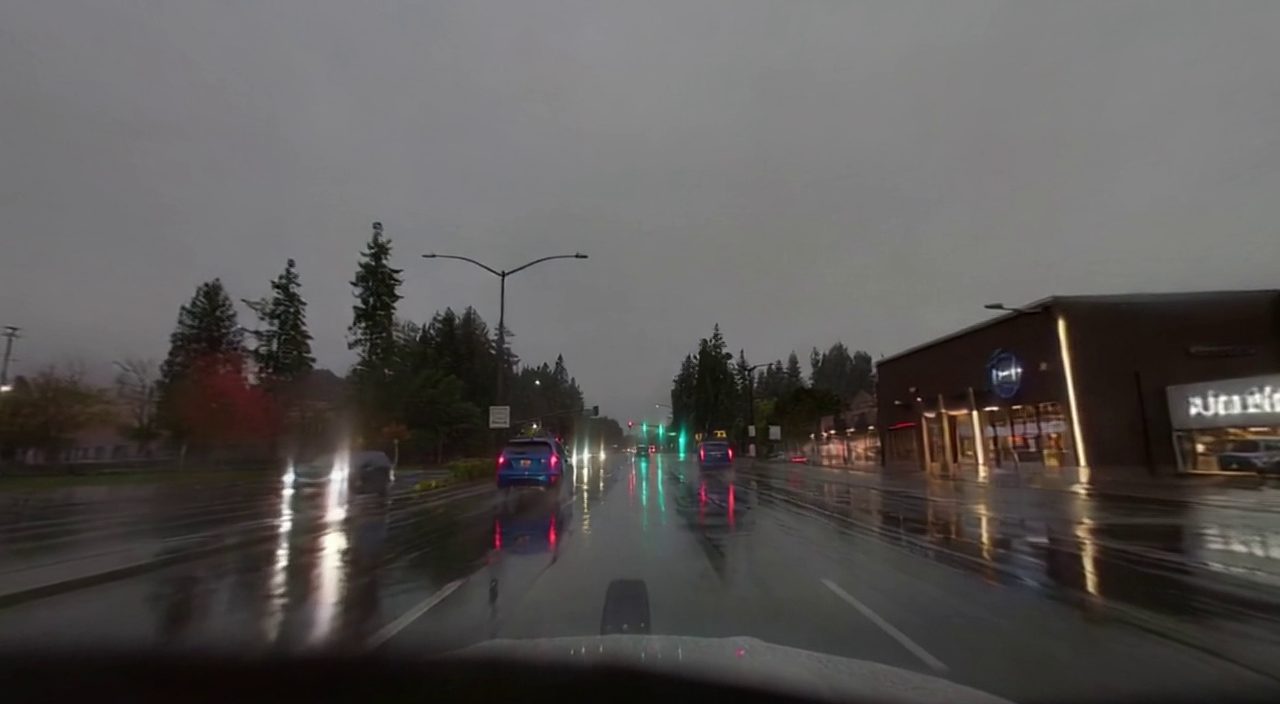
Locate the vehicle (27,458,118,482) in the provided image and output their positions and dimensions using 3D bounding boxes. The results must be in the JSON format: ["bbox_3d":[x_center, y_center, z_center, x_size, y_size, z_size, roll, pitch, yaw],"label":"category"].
[{"bbox_3d":[-39.512,8.208,44.065,1.836,1.447,4.790,0,-8,1],"label":"vehicle"}]

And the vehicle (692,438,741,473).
[{"bbox_3d":[4.104,5.630,34.615,2.083,1.779,4.347,0,-8,-1],"label":"vehicle"}]

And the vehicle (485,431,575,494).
[{"bbox_3d":[-3.450,3.561,20.690,2.047,1.810,4.414,0,-8,1],"label":"vehicle"}]

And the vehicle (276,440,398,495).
[{"bbox_3d":[-10.545,4.023,22.417,2.098,1.749,4.584,0,-8,-1],"label":"vehicle"}]
